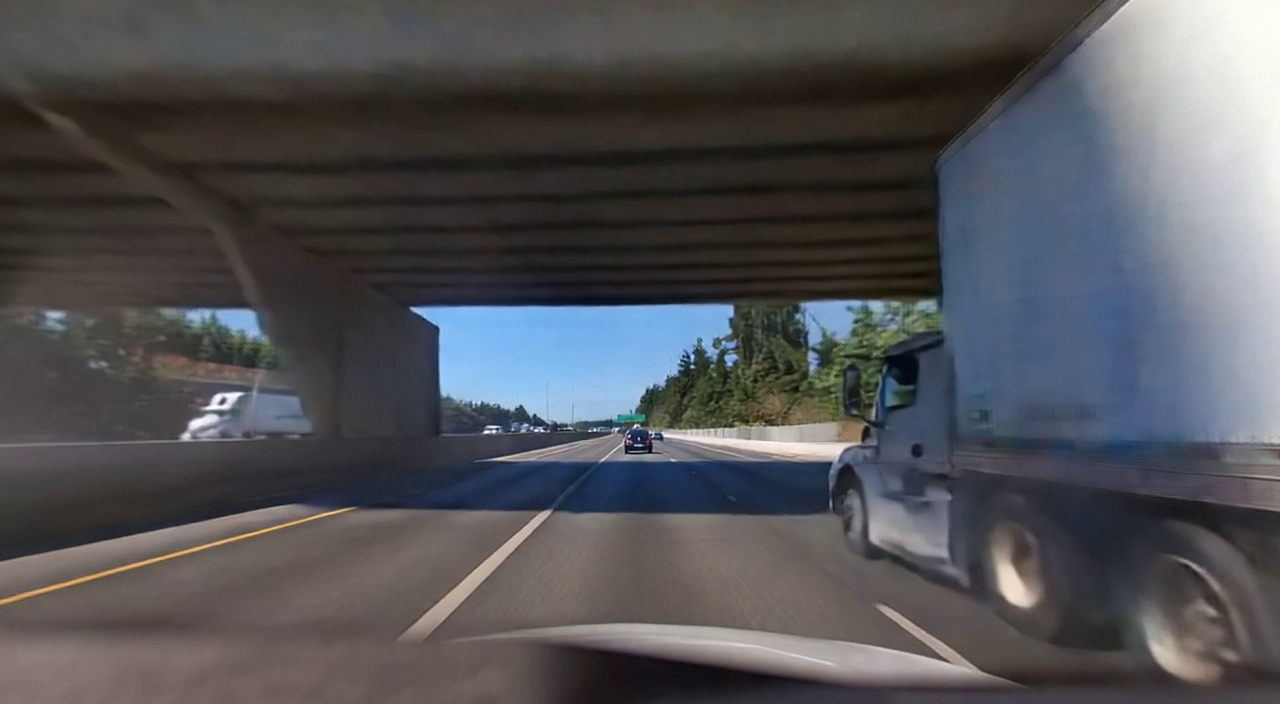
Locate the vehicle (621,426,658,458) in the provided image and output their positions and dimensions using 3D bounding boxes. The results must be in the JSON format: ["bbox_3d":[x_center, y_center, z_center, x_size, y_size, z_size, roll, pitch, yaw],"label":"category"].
[{"bbox_3d":[-0.089,5.768,40.590,2.277,1.913,4.510,0,-8,-1],"label":"vehicle"}]

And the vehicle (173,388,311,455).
[{"bbox_3d":[-26.812,4.899,43.323,2.969,4.034,10.102,0,-8,-1],"label":"vehicle"}]
